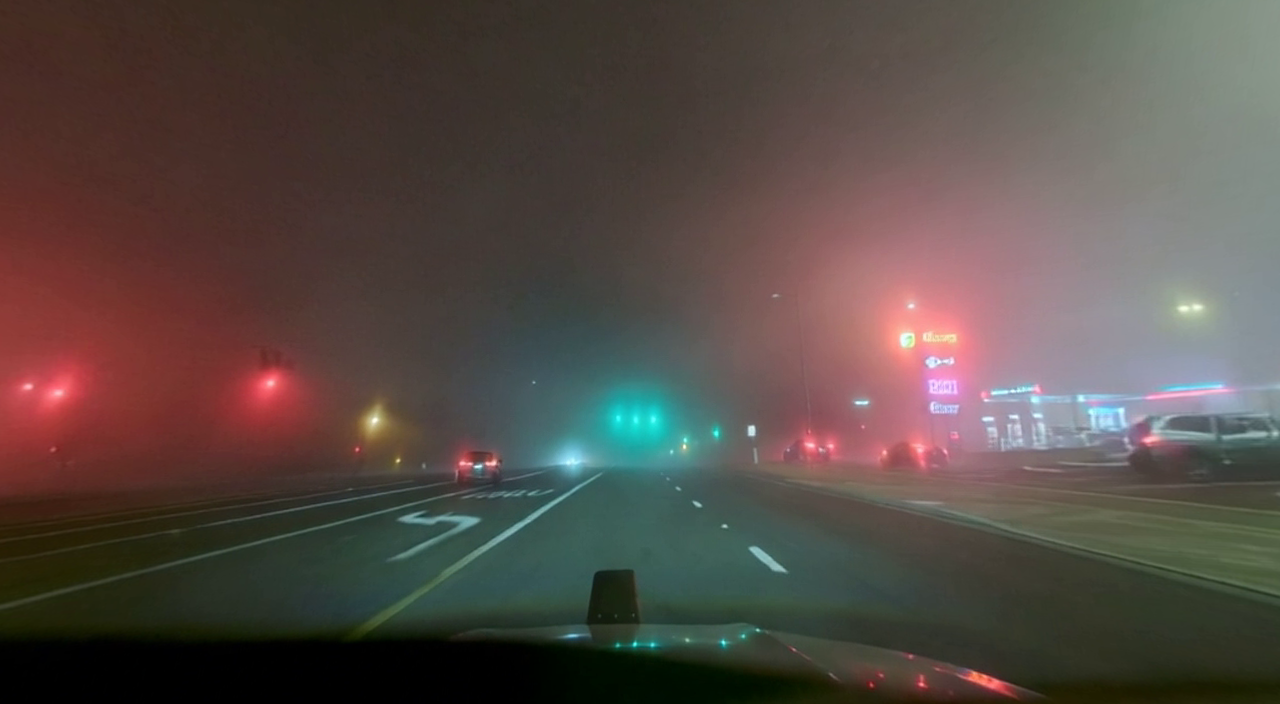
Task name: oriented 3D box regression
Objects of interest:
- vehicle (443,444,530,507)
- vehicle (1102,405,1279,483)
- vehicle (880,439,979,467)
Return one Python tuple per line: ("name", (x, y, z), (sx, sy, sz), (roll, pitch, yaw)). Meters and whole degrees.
("vehicle", (-4.371, 3.416, 18.150), (2.073, 1.525, 4.809), (2, -9, -13))
("vehicle", (14.375, 2.183, 14.984), (5.317, 1.700, 1.901), (0, -8, -1))
("vehicle", (16.193, 5.665, 35.492), (4.549, 1.492, 1.981), (0, -8, 3))
